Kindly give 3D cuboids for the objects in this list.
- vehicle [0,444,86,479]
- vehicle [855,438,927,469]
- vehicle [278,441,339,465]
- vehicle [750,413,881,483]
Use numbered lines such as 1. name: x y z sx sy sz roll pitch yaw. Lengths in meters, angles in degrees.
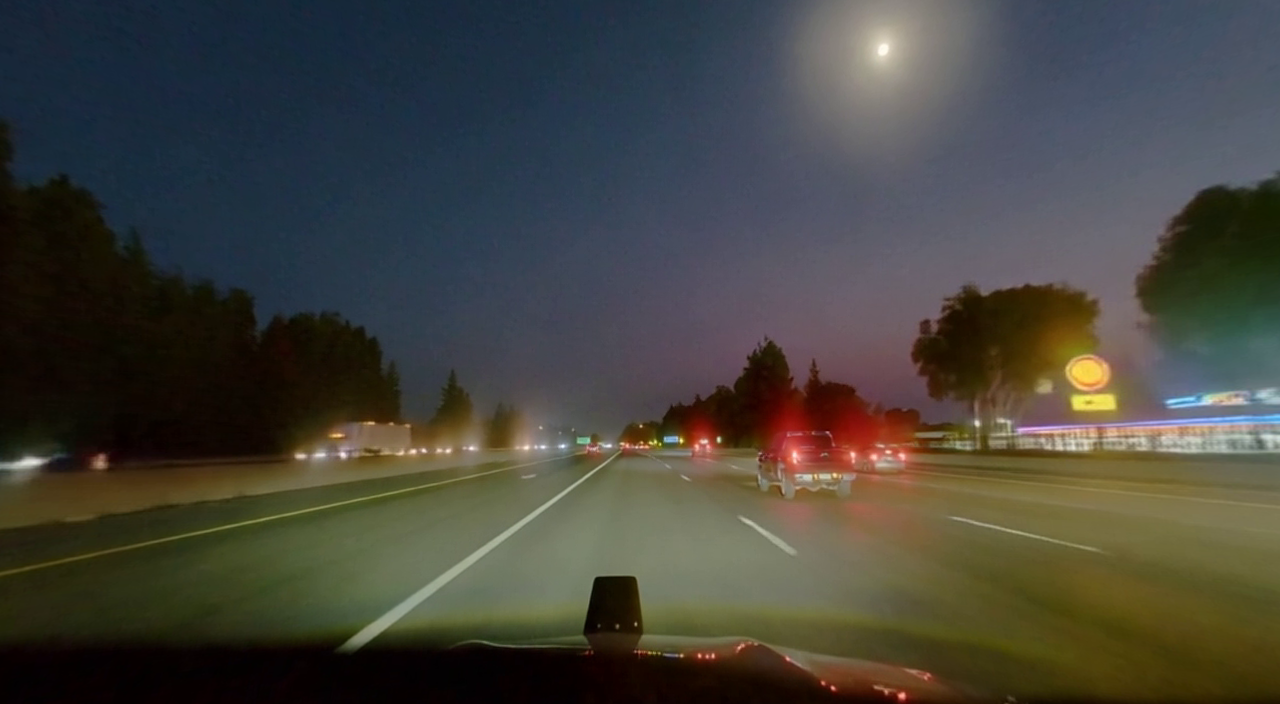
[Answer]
1. vehicle: -28.469 4.975 28.845 1.817 1.481 4.725 0 -8 -1
2. vehicle: 13.960 5.659 35.352 2.072 1.611 4.387 0 -8 -2
3. vehicle: -25.205 7.692 48.031 2.122 1.705 4.736 0 -8 -1
4. vehicle: 6.617 3.816 25.242 2.779 2.339 8.073 0 -8 -1
